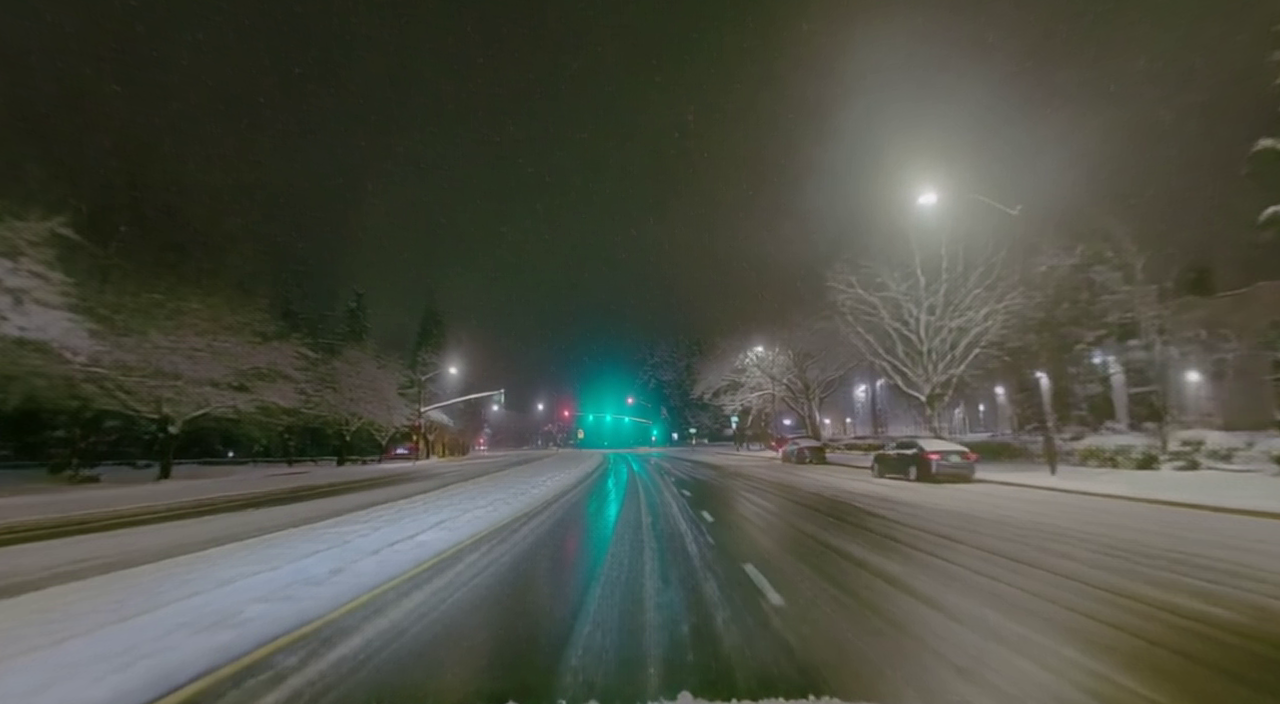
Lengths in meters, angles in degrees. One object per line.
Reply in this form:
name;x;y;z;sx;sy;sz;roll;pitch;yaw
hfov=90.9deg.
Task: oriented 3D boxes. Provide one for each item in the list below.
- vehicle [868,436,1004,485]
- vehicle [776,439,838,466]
vehicle;10.321;3.827;22.656;2.109;1.533;5.664;0;-8;-1
vehicle;10.336;6.241;39.392;2.034;1.551;5.228;1;-8;-5
